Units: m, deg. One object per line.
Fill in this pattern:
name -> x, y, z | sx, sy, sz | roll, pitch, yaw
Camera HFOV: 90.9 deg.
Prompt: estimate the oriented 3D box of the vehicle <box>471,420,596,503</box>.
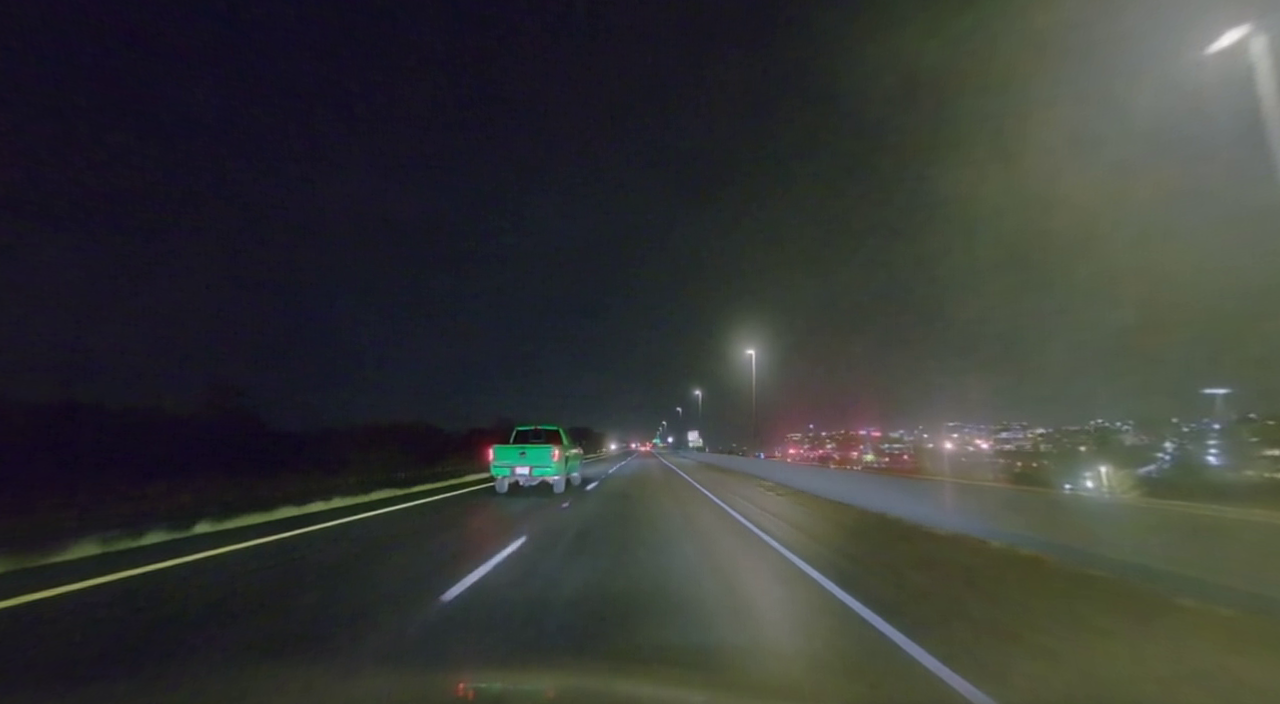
vehicle -> -2.678, 2.973, 17.577 | 2.350, 1.932, 5.562 | -1, -8, 2
